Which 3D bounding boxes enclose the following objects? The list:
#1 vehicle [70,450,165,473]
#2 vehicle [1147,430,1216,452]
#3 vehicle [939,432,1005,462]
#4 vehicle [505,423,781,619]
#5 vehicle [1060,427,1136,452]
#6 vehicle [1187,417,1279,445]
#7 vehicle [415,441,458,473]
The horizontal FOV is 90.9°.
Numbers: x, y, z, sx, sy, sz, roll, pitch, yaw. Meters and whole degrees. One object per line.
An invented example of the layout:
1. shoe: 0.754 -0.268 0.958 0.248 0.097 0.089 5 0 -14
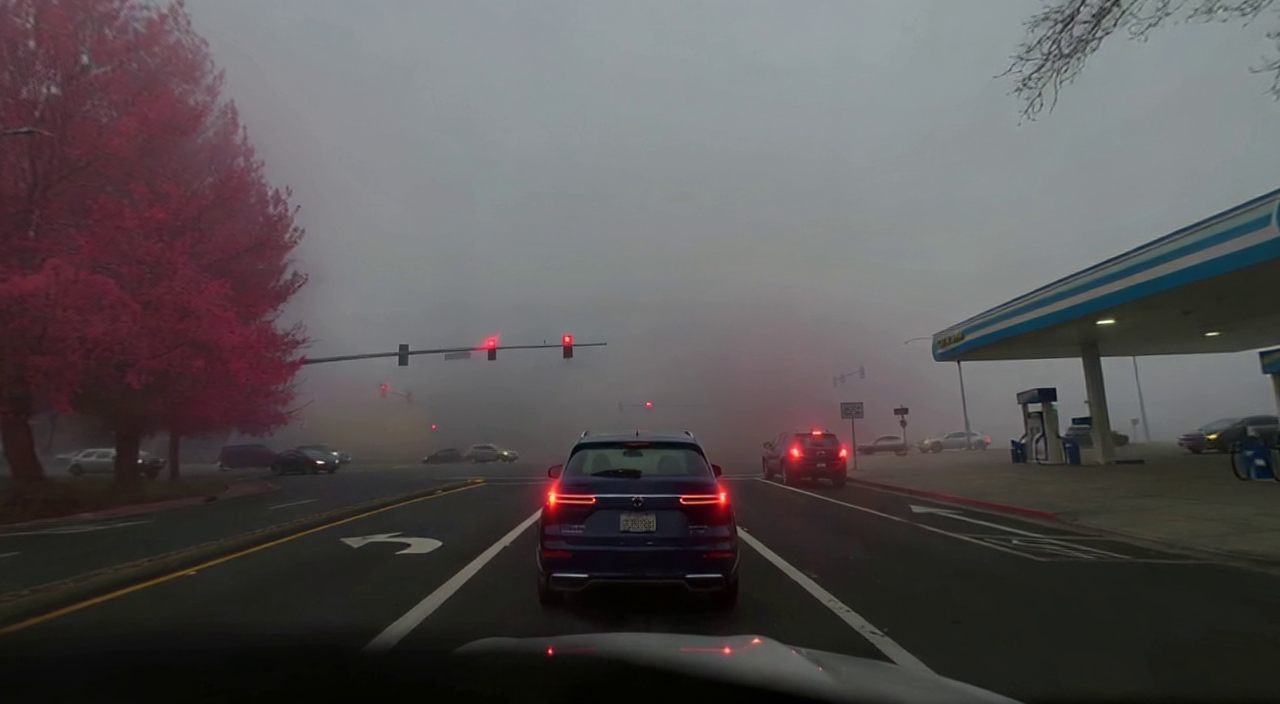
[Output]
1. vehicle: -37.175 7.788 44.978 1.889 1.455 4.813 -3 -9 20
2. vehicle: 40.946 6.713 47.670 3.573 1.432 1.604 -3 -8 2
3. vehicle: 18.386 5.242 34.846 2.053 1.495 4.091 -8 -12 44
4. vehicle: 0.009 1.594 6.933 2.112 1.482 4.057 0 -8 0
5. vehicle: 34.740 6.624 47.844 4.294 1.557 1.744 -4 -7 1
6. vehicle: 36.321 4.864 38.493 1.848 1.581 4.475 0 -8 2
7. vehicle: -12.840 6.558 39.564 2.019 1.867 4.660 3 -9 -23
